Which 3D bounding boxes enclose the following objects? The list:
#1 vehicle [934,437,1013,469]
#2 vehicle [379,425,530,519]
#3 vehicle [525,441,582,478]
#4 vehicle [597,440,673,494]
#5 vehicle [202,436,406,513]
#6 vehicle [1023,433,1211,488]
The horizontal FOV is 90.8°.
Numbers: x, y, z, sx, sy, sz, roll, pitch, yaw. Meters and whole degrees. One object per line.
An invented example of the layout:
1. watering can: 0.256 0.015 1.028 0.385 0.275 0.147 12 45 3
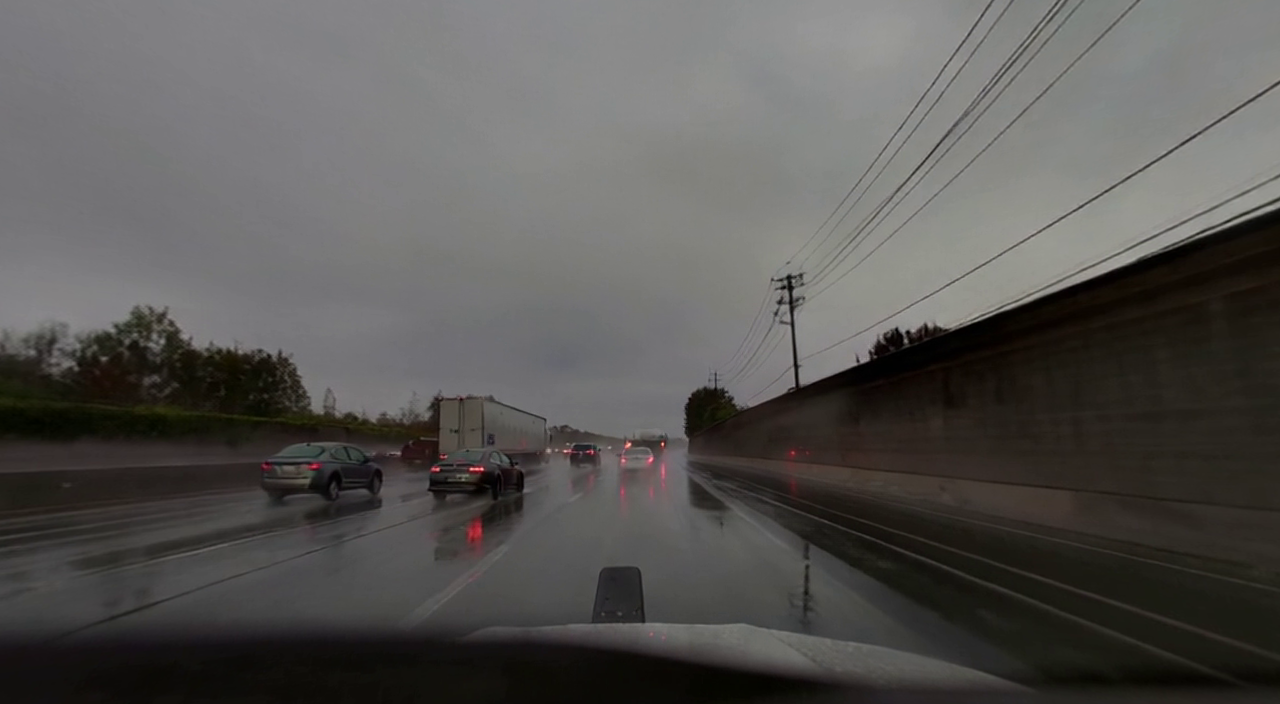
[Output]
1. vehicle: 17.919 5.438 34.181 1.936 1.591 4.362 0 -9 1
2. vehicle: -3.796 2.528 13.841 1.923 1.716 4.289 0 -8 1
3. vehicle: -3.730 4.747 28.080 1.870 1.485 4.304 0 -8 1
4. vehicle: -0.157 3.472 19.461 2.089 1.477 3.818 0 -8 -1
5. vehicle: -7.628 2.816 15.086 2.165 1.511 4.810 0 -8 1
6. vehicle: 14.262 3.270 19.365 1.949 1.472 4.795 0 -9 -1
